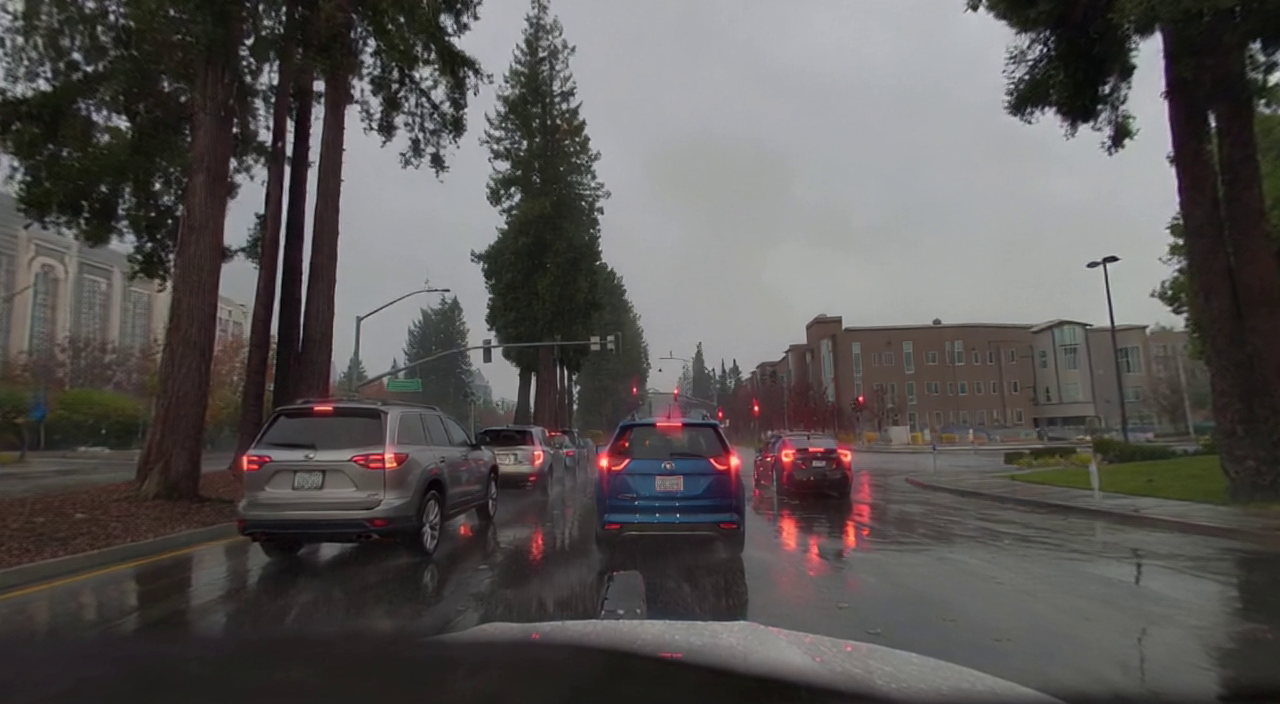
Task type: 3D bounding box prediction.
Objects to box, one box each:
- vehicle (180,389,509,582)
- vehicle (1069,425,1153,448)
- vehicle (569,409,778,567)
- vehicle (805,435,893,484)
[{"bbox_3d":[-3.251,1.580,8.197,2.085,1.812,4.388,0,-8,1],"label":"vehicle"},{"bbox_3d":[34.118,6.167,45.754,4.632,1.580,1.801,-5,-10,31],"label":"vehicle"},{"bbox_3d":[0.384,1.746,8.776,2.189,1.649,4.171,0,-8,1],"label":"vehicle"},{"bbox_3d":[7.440,3.855,22.907,2.067,1.599,4.251,-1,-8,5],"label":"vehicle"}]
